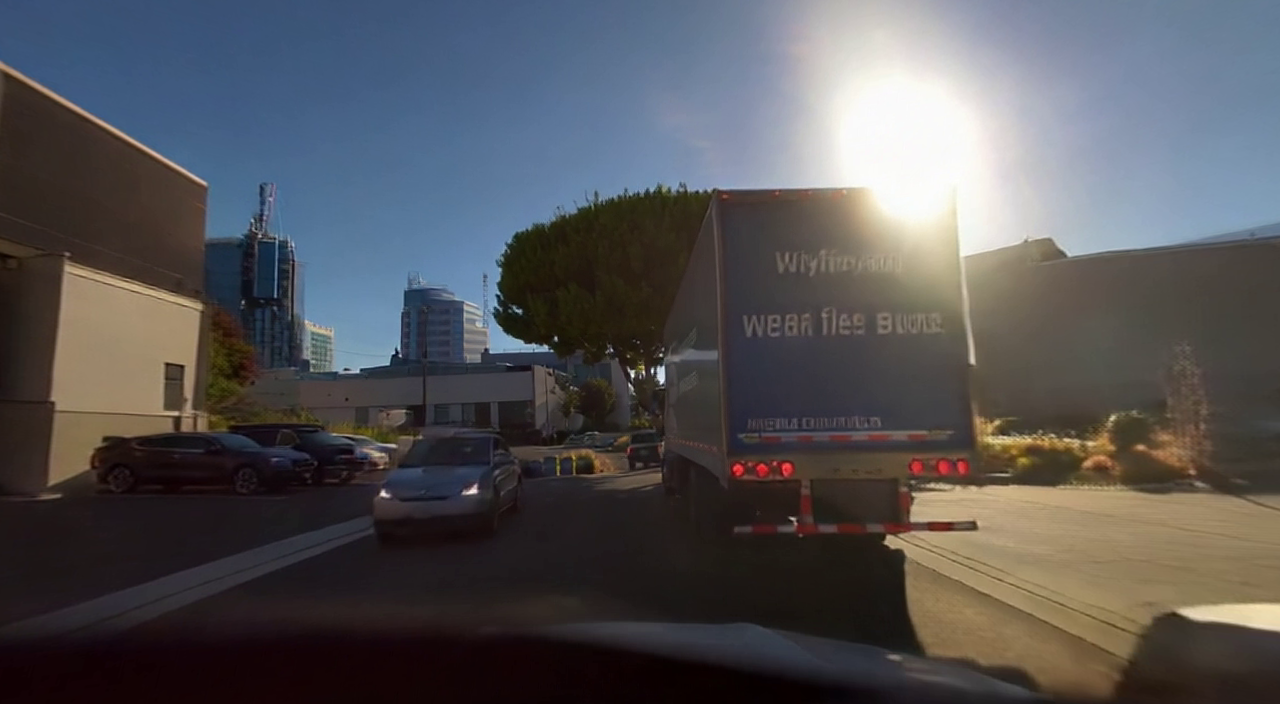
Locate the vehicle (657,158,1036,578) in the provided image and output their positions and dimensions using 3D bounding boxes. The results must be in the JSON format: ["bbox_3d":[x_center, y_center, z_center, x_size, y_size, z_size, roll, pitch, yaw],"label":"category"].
[{"bbox_3d":[2.137,1.058,13.325,2.865,4.113,14.471,0,-8,-1],"label":"vehicle"}]

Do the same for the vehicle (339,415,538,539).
[{"bbox_3d":[-2.779,1.797,9.718,1.780,1.488,4.043,0,-8,-1],"label":"vehicle"}]

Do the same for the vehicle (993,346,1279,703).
[{"bbox_3d":[2.442,0.658,0.737,1.866,1.531,3.579,0,-8,-2],"label":"vehicle"}]

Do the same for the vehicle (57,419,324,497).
[{"bbox_3d":[-9.106,2.176,13.129,4.015,1.461,1.903,1,-8,-5],"label":"vehicle"}]
